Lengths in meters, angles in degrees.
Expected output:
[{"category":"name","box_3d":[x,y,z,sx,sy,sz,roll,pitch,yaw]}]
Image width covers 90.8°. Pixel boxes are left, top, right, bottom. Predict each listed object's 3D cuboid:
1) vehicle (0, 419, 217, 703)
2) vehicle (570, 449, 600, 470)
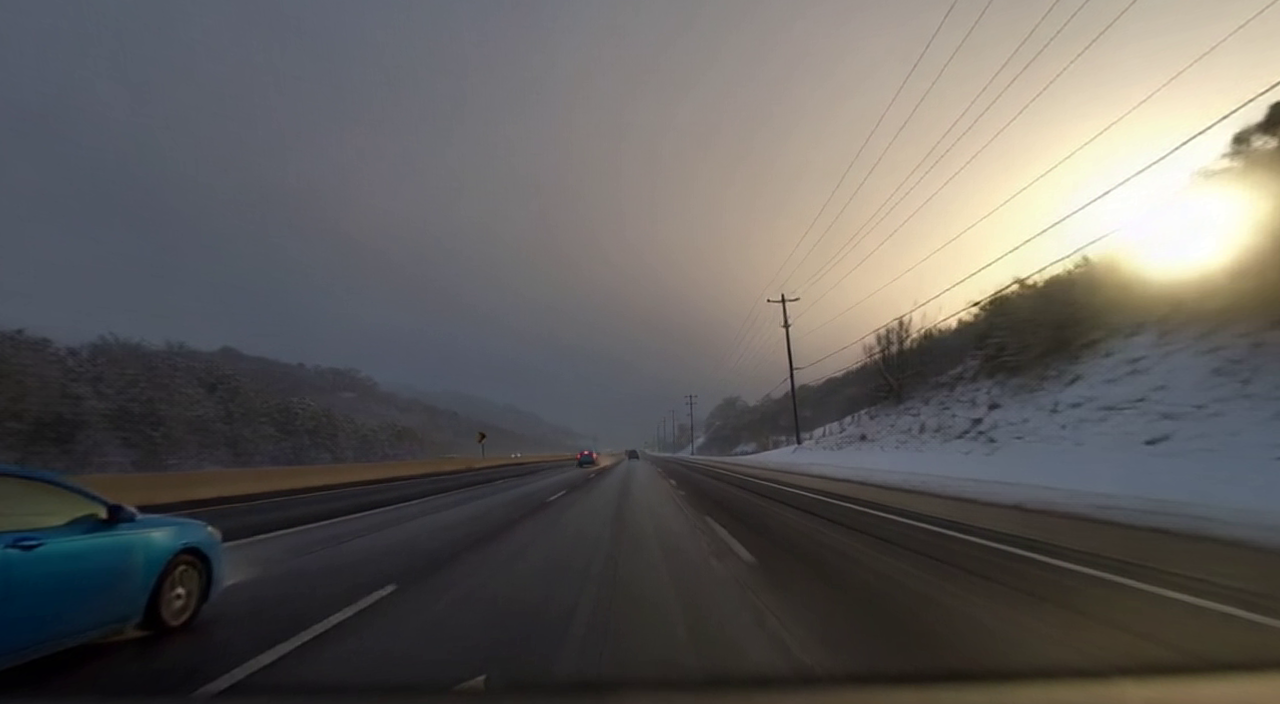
[{"category":"vehicle","box_3d":[-4.184,0.940,2.150,2.064,1.489,4.966,0,-9,0]},{"category":"vehicle","box_3d":[-4.123,8.110,47.907,1.924,1.511,4.079,0,-9,0]}]
